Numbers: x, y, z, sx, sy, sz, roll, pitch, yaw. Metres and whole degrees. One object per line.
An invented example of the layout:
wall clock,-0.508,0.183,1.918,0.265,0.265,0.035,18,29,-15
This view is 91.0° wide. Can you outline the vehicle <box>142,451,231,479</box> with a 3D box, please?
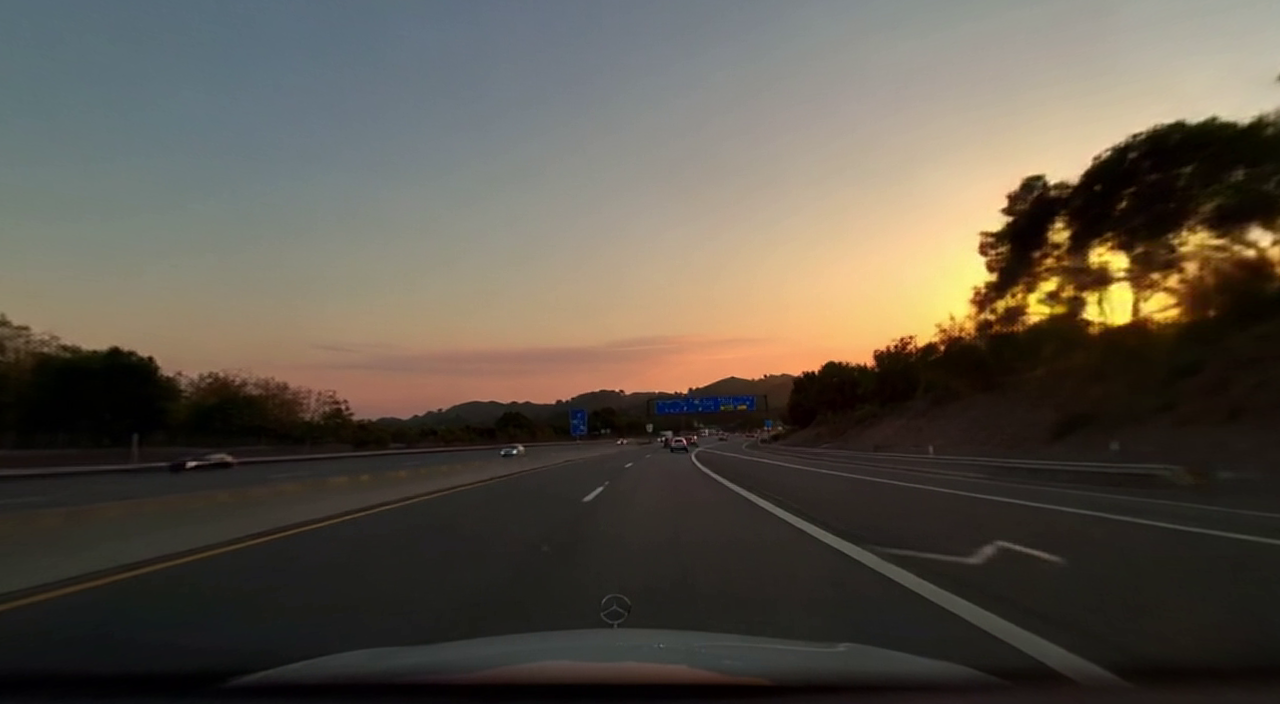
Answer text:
vehicle,-28.118,6.989,39.214,1.893,1.496,4.613,-1,-8,5
